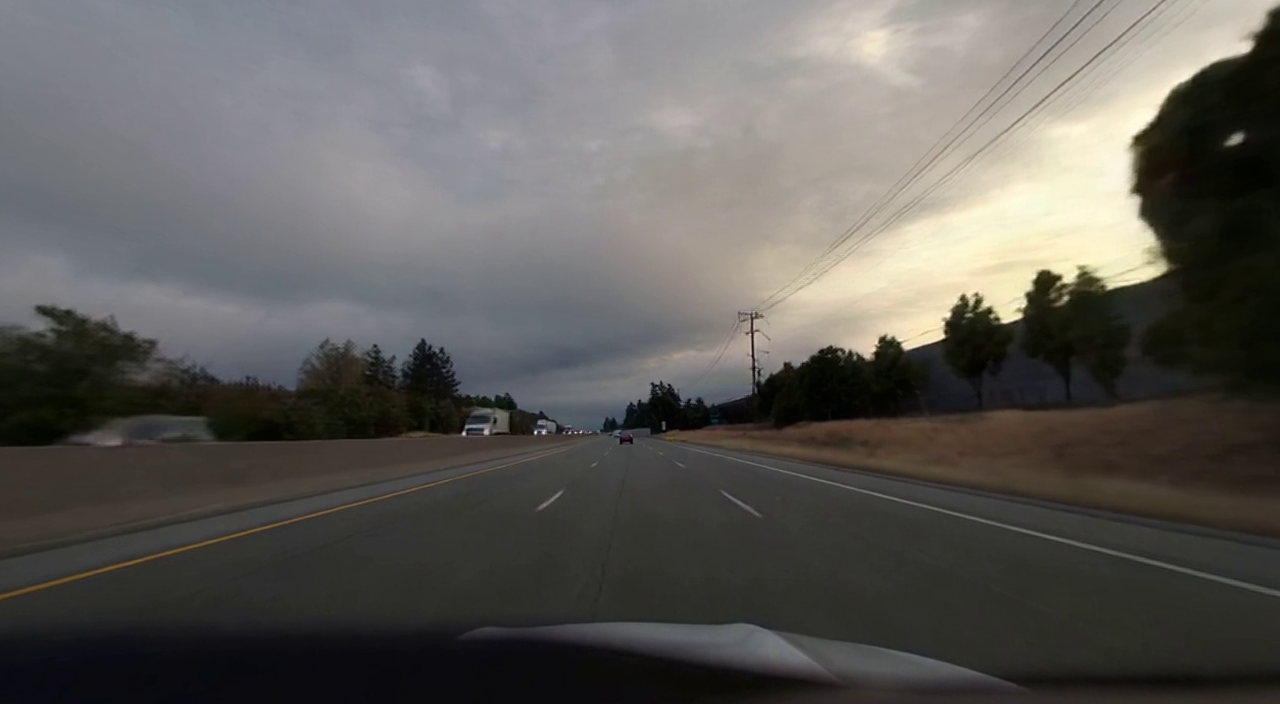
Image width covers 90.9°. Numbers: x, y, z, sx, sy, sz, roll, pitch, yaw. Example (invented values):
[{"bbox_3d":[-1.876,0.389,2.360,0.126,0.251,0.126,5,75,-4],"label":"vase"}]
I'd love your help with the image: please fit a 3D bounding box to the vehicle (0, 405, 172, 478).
[{"bbox_3d":[-13.226,2.080,14.749,1.838,1.491,3.446,0,-8,0],"label":"vehicle"}]
